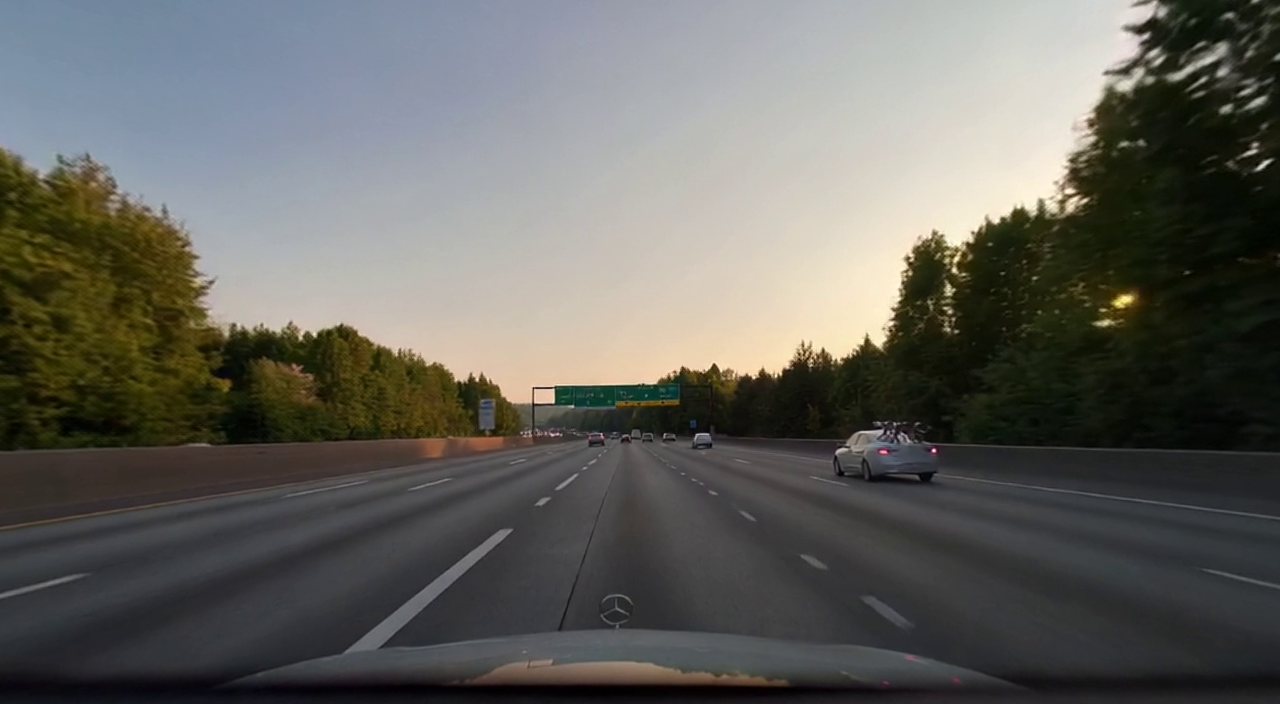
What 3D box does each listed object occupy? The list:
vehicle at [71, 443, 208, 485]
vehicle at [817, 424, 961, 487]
[{"bbox_3d":[-21.106,4.693,26.896,1.867,1.496,5.001,0,-7,-1],"label":"vehicle"},{"bbox_3d":[6.803,2.846,17.888,2.034,1.511,4.785,0,-7,-1],"label":"vehicle"}]
